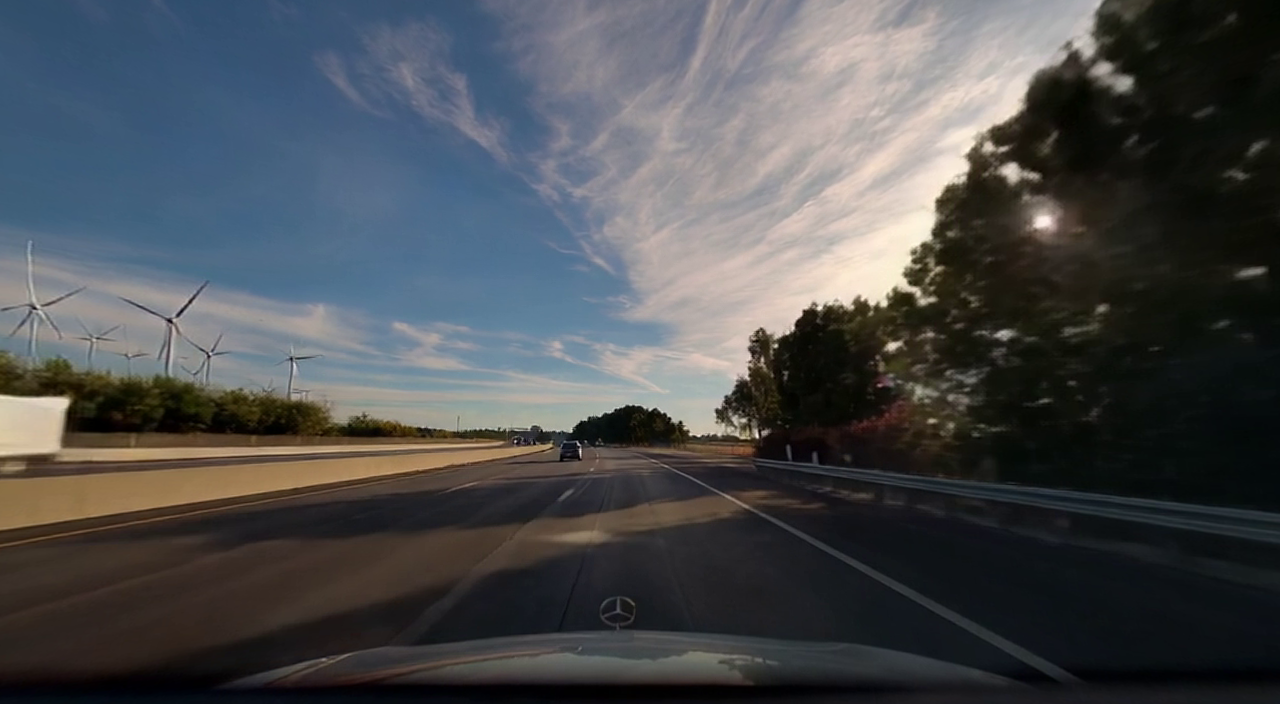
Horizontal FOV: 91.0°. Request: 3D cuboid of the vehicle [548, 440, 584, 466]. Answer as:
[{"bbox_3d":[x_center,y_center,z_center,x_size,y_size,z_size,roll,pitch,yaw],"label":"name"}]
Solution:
[{"bbox_3d":[-4.577,6.310,39.537,2.053,1.549,4.097,0,-8,-4],"label":"vehicle"}]
